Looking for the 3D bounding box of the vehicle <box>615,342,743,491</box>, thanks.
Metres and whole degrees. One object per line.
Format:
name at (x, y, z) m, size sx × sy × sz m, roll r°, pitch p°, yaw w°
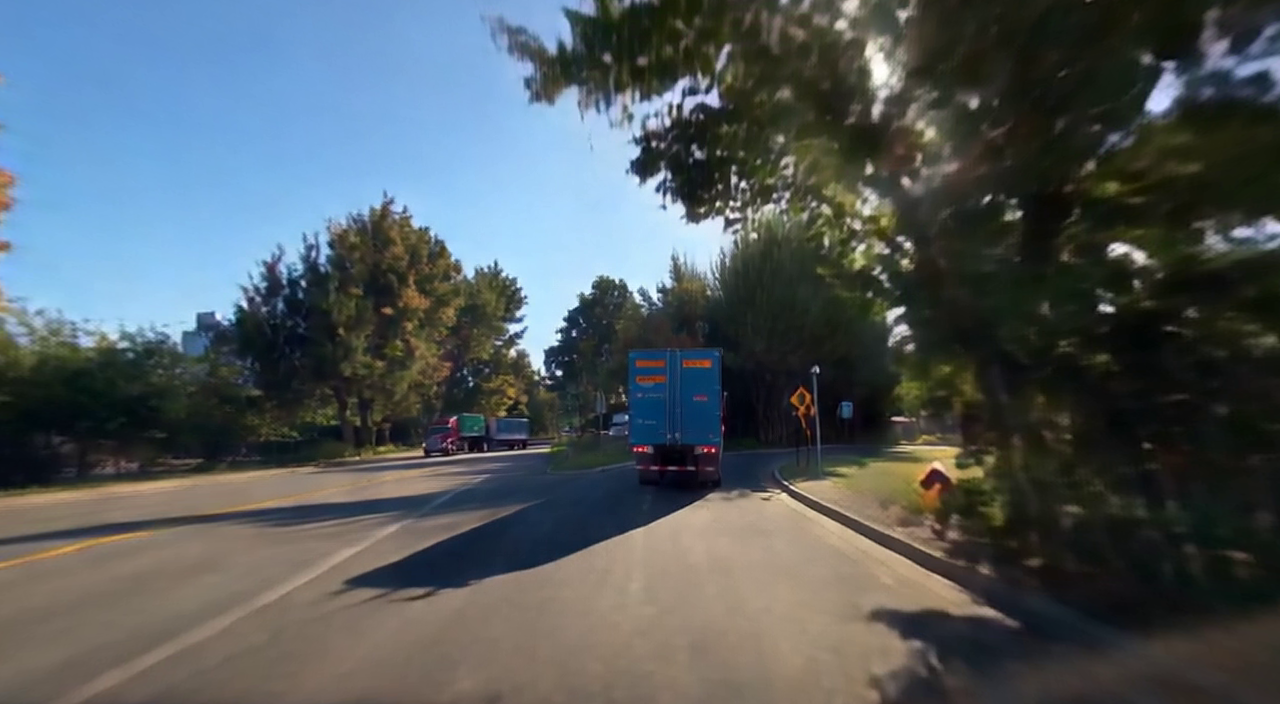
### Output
vehicle at (1.674, 2.214, 20.266) m, size 2.937 × 3.647 × 9.344 m, roll -2°, pitch -8°, yaw 10°
